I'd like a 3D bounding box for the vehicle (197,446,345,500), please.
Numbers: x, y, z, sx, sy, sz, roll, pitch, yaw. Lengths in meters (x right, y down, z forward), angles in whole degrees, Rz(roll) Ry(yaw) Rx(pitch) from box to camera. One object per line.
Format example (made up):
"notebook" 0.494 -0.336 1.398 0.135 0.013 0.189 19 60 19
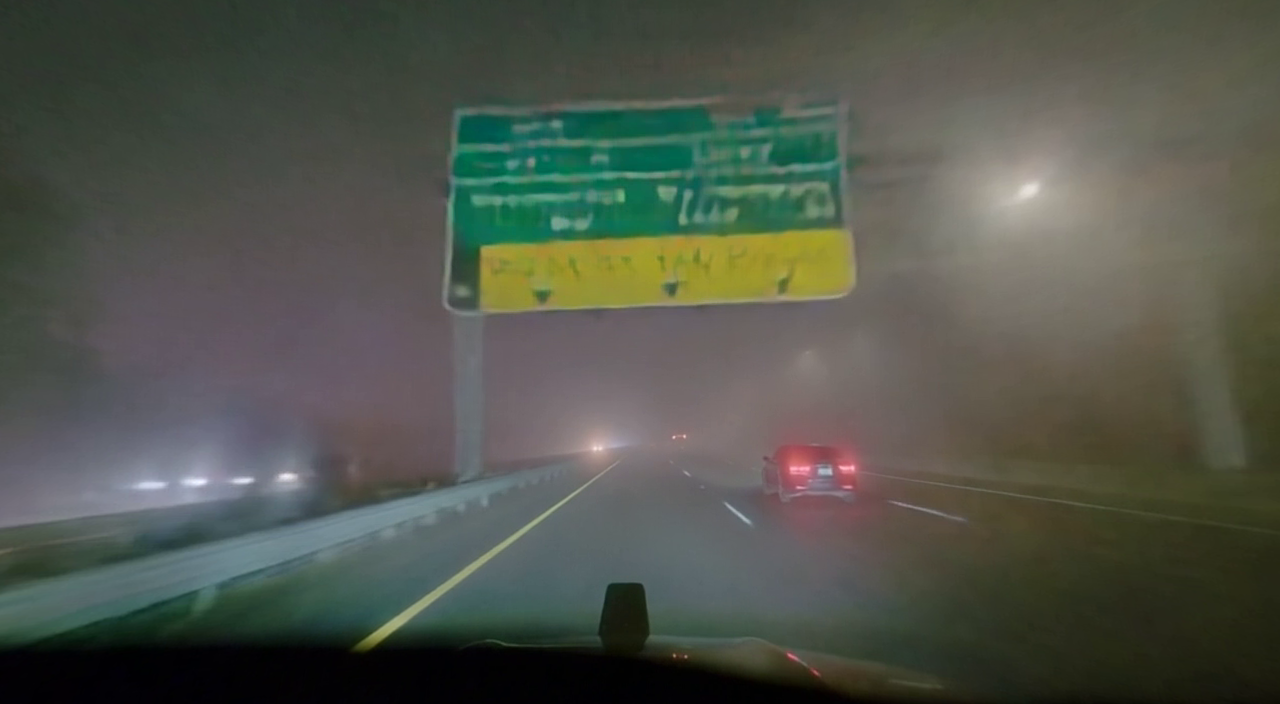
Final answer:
"vehicle" -12.163 3.992 21.203 2.092 1.559 4.637 0 -8 1

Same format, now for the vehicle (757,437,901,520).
"vehicle" 3.616 2.465 12.812 1.683 1.400 3.868 0 -8 -1
